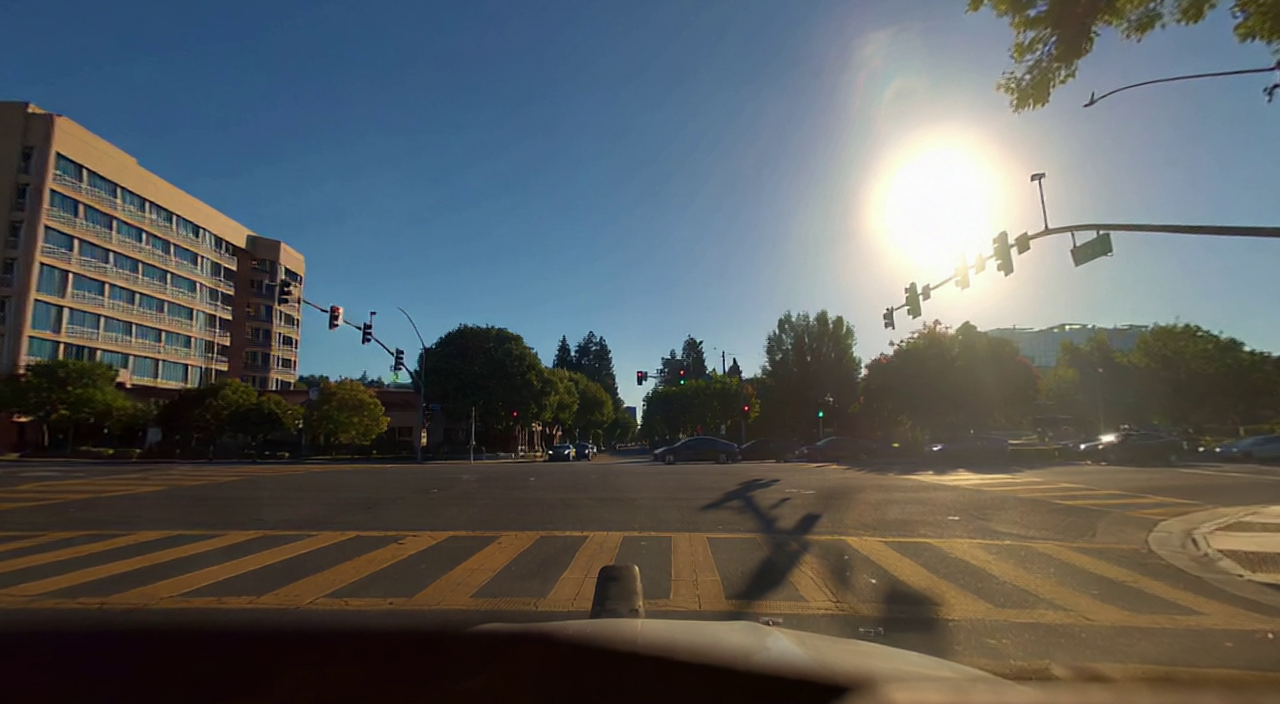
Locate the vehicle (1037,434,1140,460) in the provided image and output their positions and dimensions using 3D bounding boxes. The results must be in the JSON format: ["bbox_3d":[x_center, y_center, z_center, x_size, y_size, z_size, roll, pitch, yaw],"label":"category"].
[{"bbox_3d":[25.916,5.508,36.607,4.519,1.476,1.767,0,-9,1],"label":"vehicle"}]

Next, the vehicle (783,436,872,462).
[{"bbox_3d":[10.921,5.663,36.950,4.631,1.435,1.715,0,-9,0],"label":"vehicle"}]

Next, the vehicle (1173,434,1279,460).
[{"bbox_3d":[34.261,5.511,36.723,4.724,1.452,1.870,0,-9,0],"label":"vehicle"}]

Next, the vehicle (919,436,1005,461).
[{"bbox_3d":[20.376,6.123,40.054,4.443,1.472,1.794,0,-9,1],"label":"vehicle"}]

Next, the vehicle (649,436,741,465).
[{"bbox_3d":[2.837,5.166,33.197,4.629,1.423,1.833,0,-9,-1],"label":"vehicle"}]
